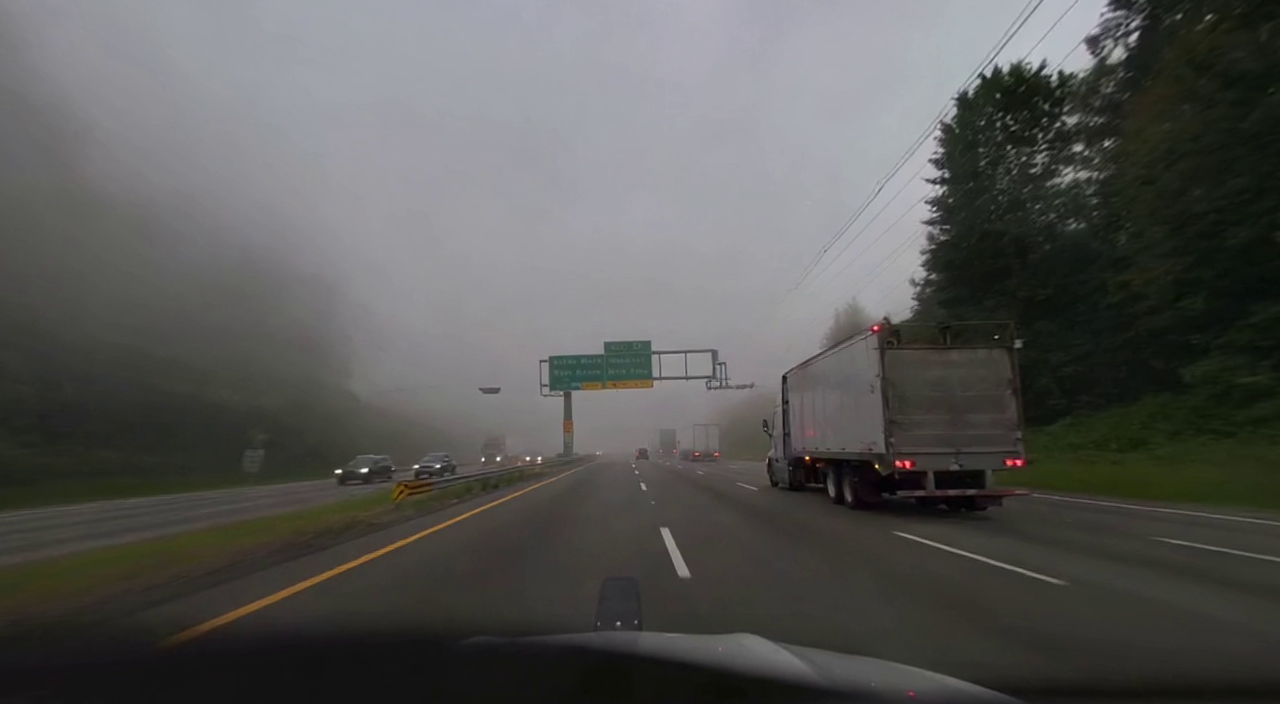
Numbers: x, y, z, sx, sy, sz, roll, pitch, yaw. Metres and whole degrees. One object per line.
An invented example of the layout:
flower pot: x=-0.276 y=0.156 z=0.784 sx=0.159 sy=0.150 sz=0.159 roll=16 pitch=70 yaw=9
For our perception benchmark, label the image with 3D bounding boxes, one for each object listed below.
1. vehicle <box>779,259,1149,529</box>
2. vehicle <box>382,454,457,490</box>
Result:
vehicle: x=5.789 y=1.238 z=13.851 sx=2.869 sy=4.048 sz=8.895 roll=0 pitch=-9 yaw=-3
vehicle: x=-10.139 y=5.531 z=29.298 sx=1.961 sy=1.487 sz=4.539 roll=0 pitch=-9 yaw=-1
